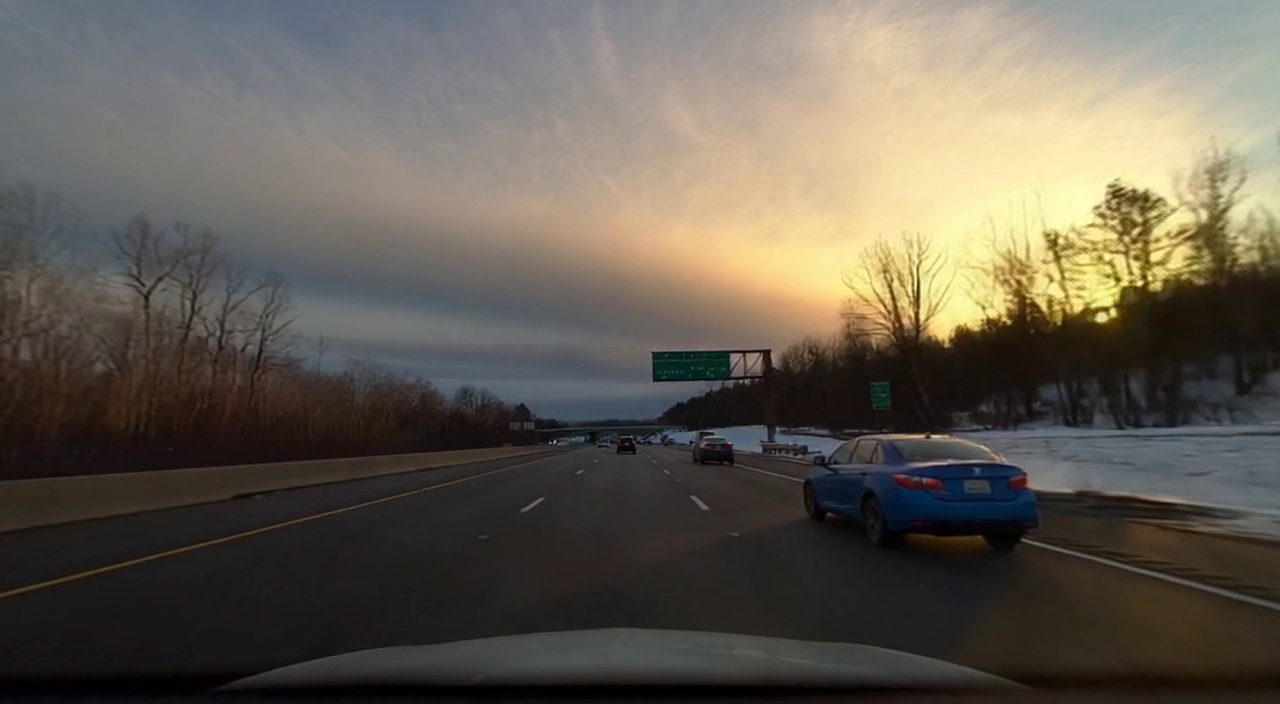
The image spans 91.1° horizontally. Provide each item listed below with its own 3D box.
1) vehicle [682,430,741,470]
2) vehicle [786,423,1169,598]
[{"bbox_3d":[3.201,4.498,29.077,2.098,1.677,4.275,0,-8,-2],"label":"vehicle"},{"bbox_3d":[3.458,1.683,7.792,2.056,1.479,4.660,0,-8,-2],"label":"vehicle"}]
